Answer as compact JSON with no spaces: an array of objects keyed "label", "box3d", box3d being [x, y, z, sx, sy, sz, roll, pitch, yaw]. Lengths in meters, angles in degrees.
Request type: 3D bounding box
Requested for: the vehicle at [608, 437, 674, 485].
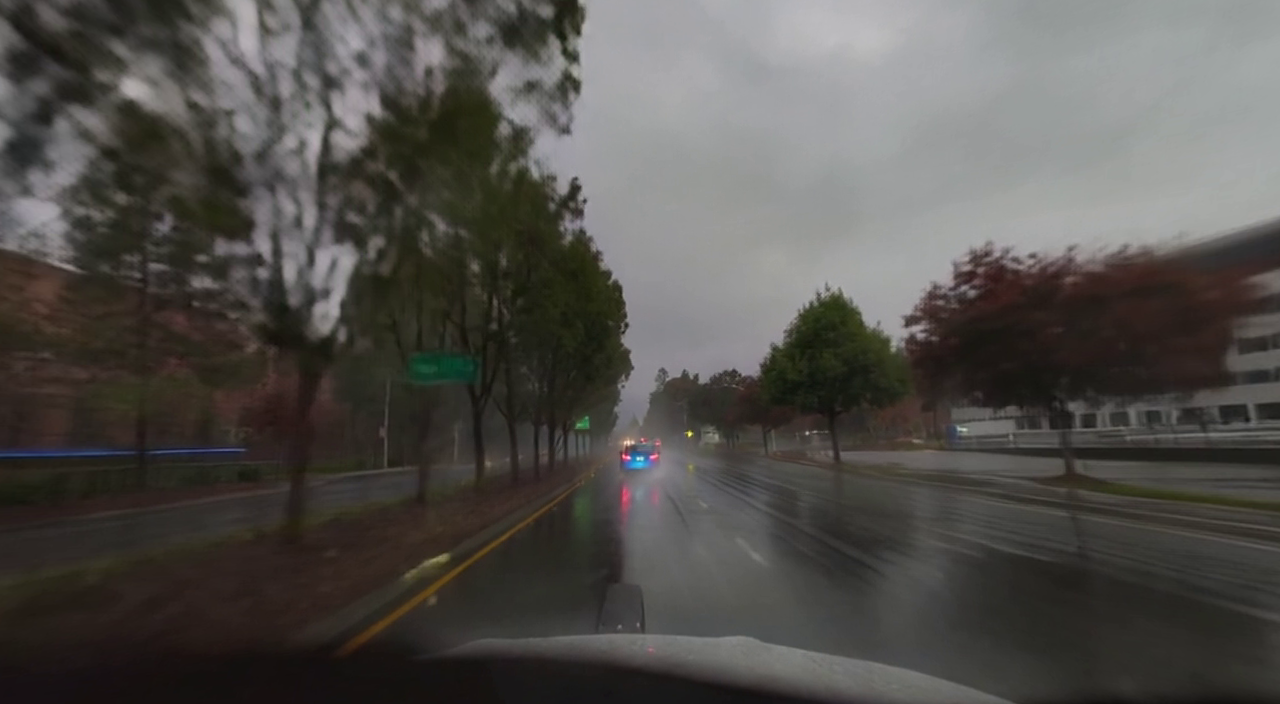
[{"label":"vehicle","box3d":[-0.007,3.730,21.990,2.042,1.479,4.601,0,-8,-1]}]
